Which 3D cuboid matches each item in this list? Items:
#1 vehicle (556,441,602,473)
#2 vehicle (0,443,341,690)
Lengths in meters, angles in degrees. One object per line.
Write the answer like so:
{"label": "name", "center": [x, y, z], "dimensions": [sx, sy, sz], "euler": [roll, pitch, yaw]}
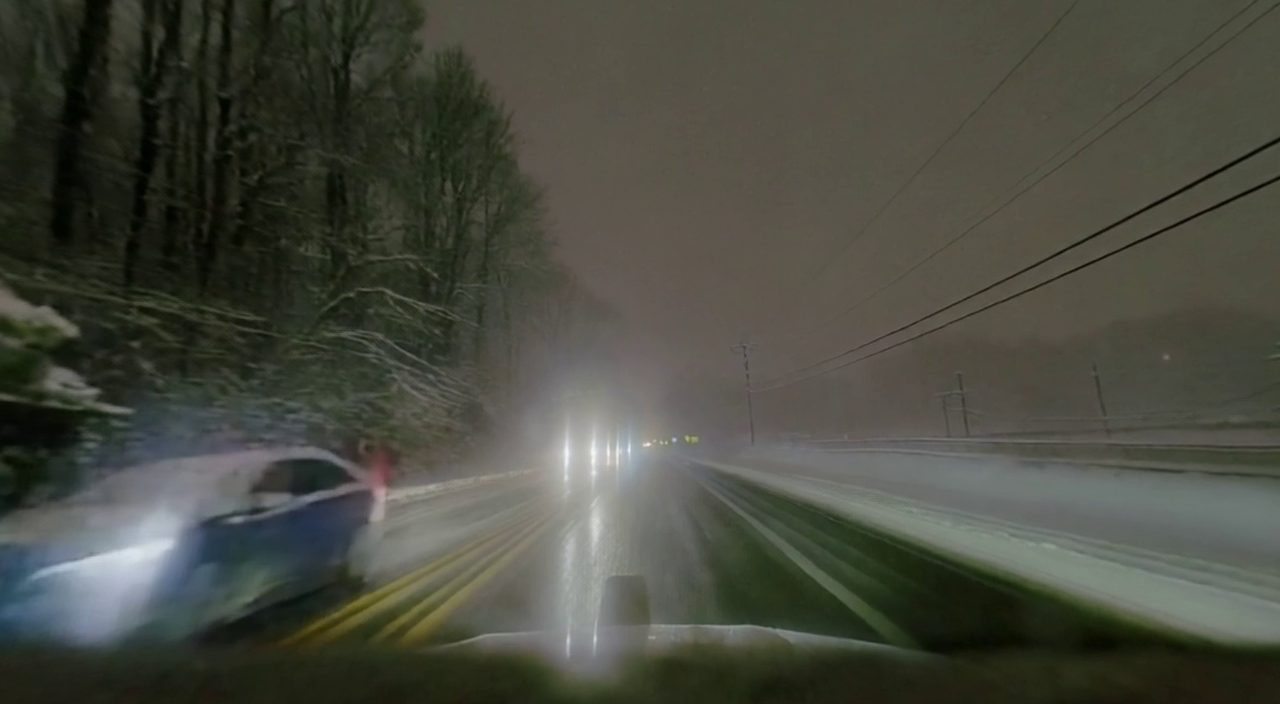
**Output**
{"label": "vehicle", "center": [-3.446, 6.068, 36.717], "dimensions": [2.007, 1.726, 5.097], "euler": [0, -9, 2]}
{"label": "vehicle", "center": [-4.624, 1.588, 5.757], "dimensions": [1.816, 1.473, 3.689], "euler": [-1, -9, 3]}
